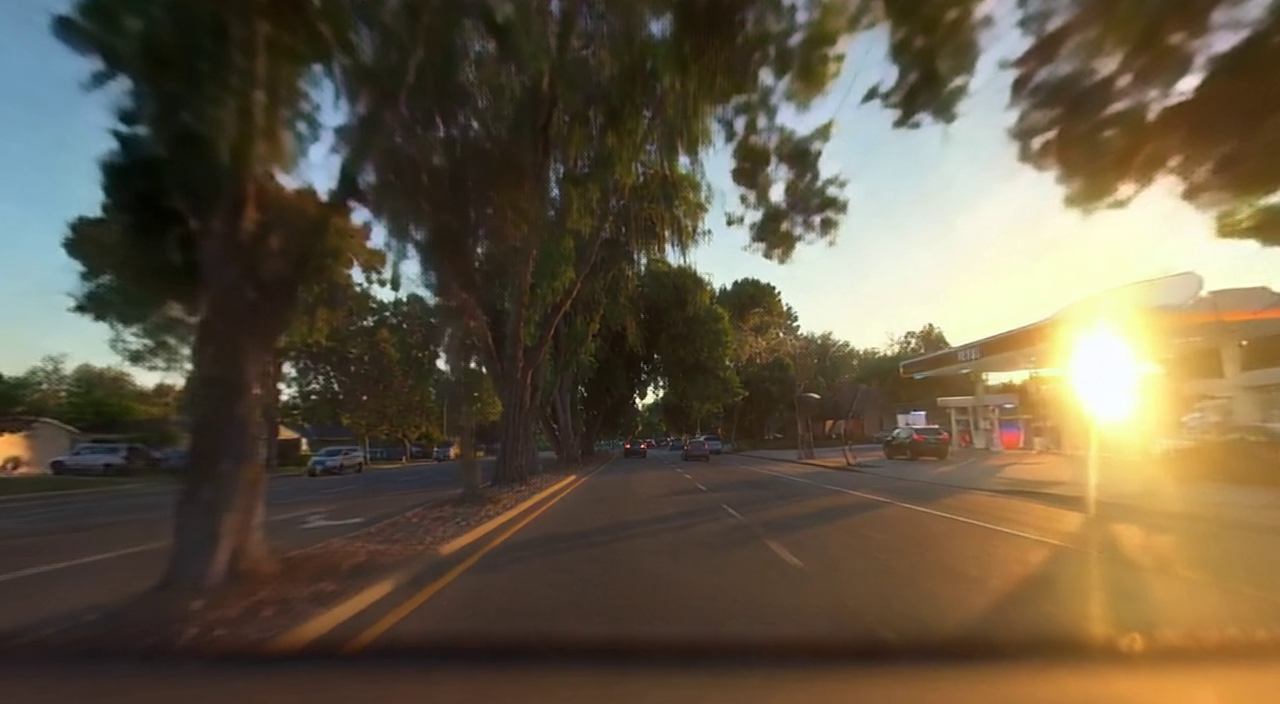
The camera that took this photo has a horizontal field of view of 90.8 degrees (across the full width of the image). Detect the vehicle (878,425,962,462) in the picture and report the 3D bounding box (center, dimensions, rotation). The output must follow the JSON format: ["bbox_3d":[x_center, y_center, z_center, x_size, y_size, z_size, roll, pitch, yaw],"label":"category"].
[{"bbox_3d":[15.315,5.082,34.959,2.368,1.868,4.724,0,-8,-1],"label":"vehicle"}]

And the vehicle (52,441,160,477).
[{"bbox_3d":[-31.854,6.400,37.809,4.384,2.079,2.066,0,-9,-3],"label":"vehicle"}]

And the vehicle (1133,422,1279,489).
[{"bbox_3d":[15.296,2.584,15.988,2.001,1.479,4.696,-1,-8,3],"label":"vehicle"}]

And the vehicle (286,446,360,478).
[{"bbox_3d":[-18.847,6.531,37.853,2.004,1.758,4.594,0,-8,0],"label":"vehicle"}]

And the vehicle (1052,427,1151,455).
[{"bbox_3d":[25.616,4.983,35.320,2.045,1.478,4.685,0,-8,0],"label":"vehicle"}]

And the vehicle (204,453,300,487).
[{"bbox_3d":[-18.842,5.709,30.954,1.797,1.461,4.536,0,-8,0],"label":"vehicle"}]

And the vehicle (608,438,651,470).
[{"bbox_3d":[-0.513,5.086,31.677,2.052,1.488,3.779,0,-8,0],"label":"vehicle"}]

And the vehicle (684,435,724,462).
[{"bbox_3d":[4.617,6.811,44.697,2.117,1.757,4.969,-2,-9,14],"label":"vehicle"}]
